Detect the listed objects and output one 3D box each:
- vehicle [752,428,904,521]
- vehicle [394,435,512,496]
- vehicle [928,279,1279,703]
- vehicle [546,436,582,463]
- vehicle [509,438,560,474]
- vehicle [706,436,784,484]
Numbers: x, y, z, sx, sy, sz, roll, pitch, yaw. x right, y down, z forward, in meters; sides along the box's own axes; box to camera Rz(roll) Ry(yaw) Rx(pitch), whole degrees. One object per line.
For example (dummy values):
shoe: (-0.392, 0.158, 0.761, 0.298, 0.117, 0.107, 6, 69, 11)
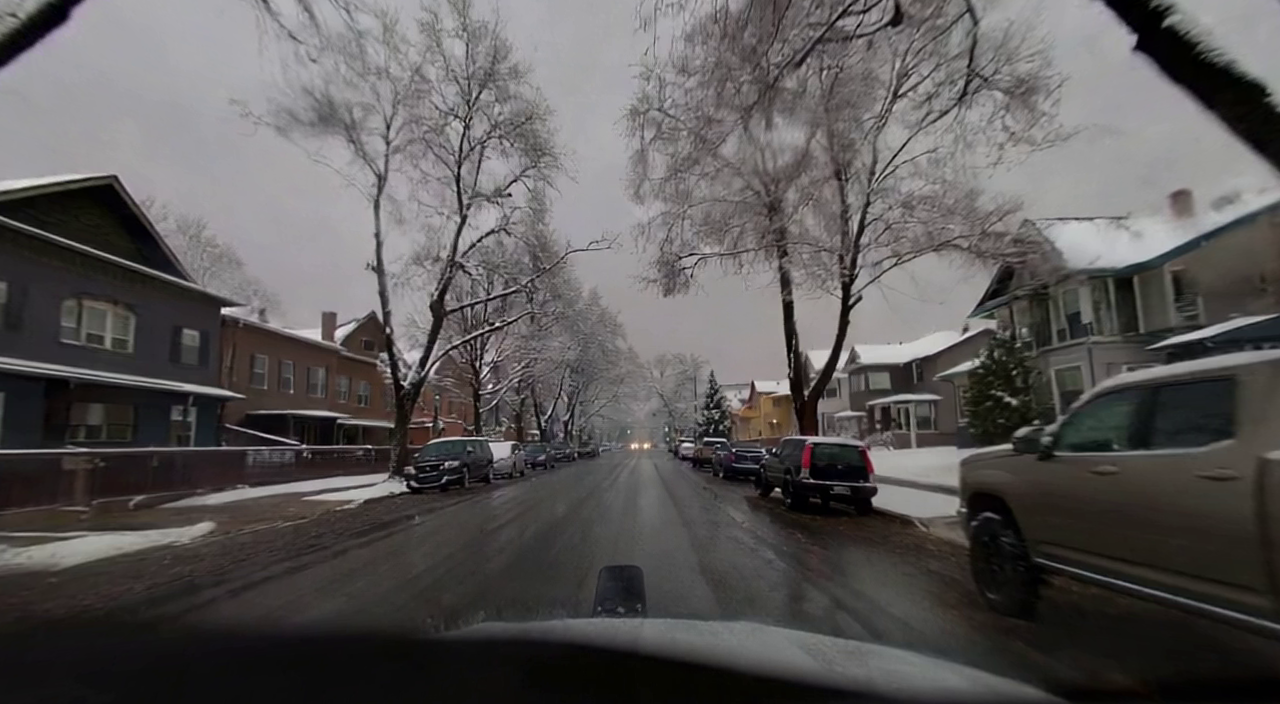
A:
vehicle: (3.636, 2.439, 13.112, 1.909, 1.595, 4.136, 0, -8, 1)
vehicle: (-5.760, 3.556, 20.186, 2.169, 1.574, 5.016, -3, -9, 1)
vehicle: (3.410, 0.751, 2.568, 2.140, 1.937, 4.915, 0, -8, 0)
vehicle: (-5.546, 7.217, 46.700, 2.106, 1.760, 4.573, -4, -9, -1)
vehicle: (-5.571, 5.484, 33.804, 1.901, 1.475, 4.425, -4, -6, 0)
vehicle: (3.564, 3.769, 22.340, 1.881, 1.482, 4.531, 0, -8, -2)
